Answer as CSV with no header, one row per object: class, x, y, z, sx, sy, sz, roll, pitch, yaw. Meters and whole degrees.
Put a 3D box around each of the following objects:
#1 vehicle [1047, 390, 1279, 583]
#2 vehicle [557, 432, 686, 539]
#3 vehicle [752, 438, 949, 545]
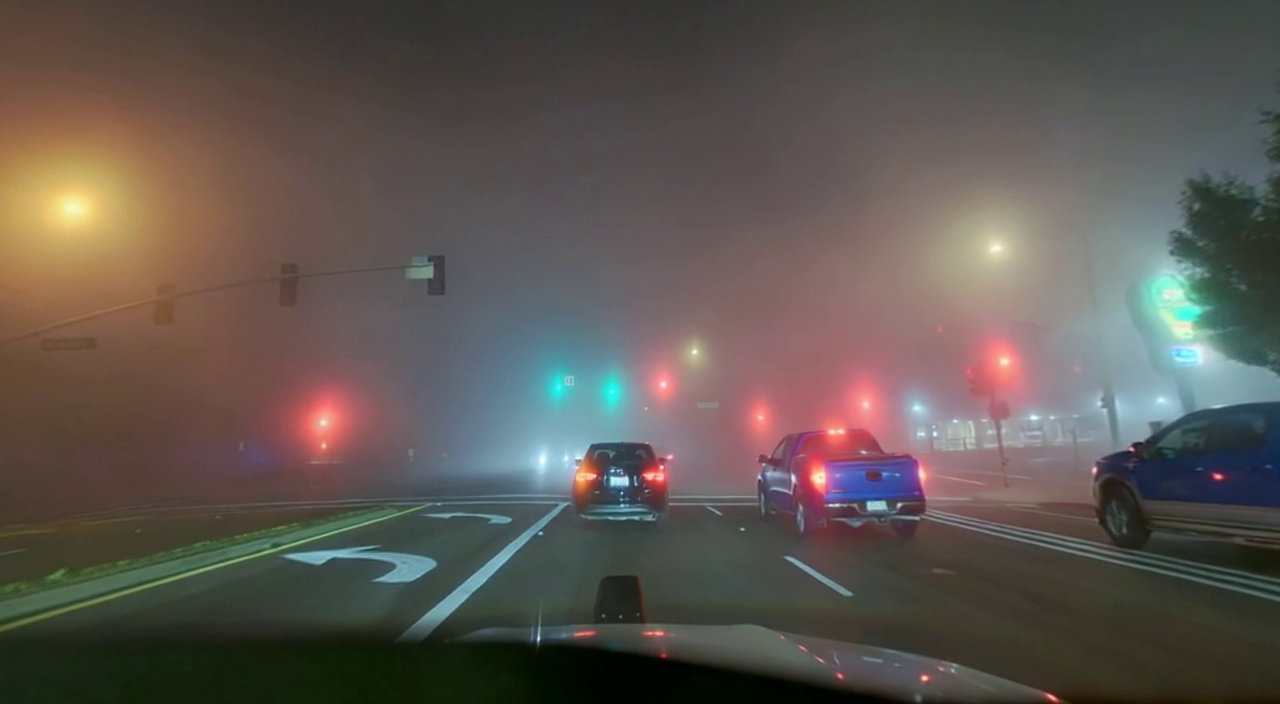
vehicle,7.547,1.436,6.940,2.240,1.923,5.678,0,-8,-1
vehicle,-0.316,2.393,11.943,2.037,1.674,3.693,0,-8,-1
vehicle,3.530,2.400,11.678,1.955,1.550,4.587,0,-8,-1
